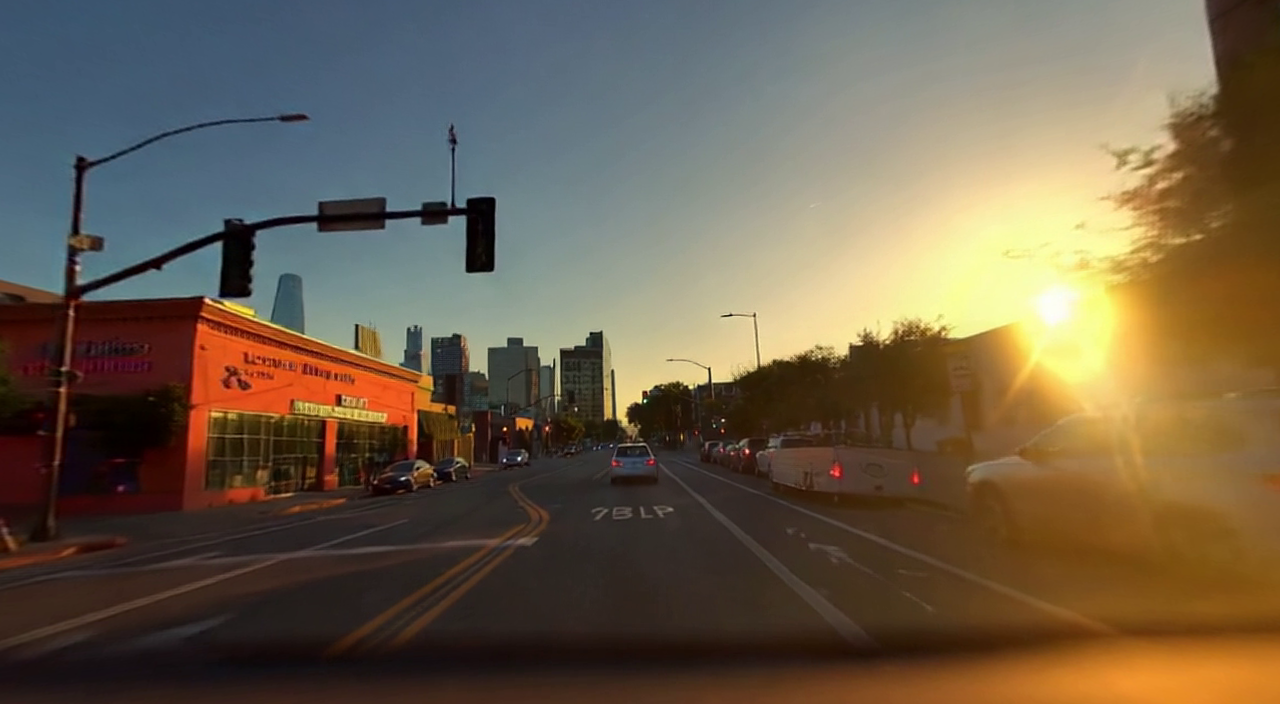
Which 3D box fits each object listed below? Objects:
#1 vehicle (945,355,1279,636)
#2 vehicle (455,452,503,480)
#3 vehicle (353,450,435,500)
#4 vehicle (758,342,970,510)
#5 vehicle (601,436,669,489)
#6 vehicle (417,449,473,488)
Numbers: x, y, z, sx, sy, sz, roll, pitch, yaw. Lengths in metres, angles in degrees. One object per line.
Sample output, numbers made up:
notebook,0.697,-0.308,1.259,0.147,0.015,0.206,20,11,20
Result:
vehicle,5.587,1.235,6.043,2.367,1.917,5.810,0,-8,-1
vehicle,-11.135,7.882,43.947,1.920,1.498,4.591,-5,-6,2
vehicle,-11.303,5.644,29.410,2.055,1.685,4.370,-6,-6,-1
vehicle,5.424,2.081,17.130,2.893,3.553,7.295,0,-8,-1
vehicle,-0.171,3.715,21.578,2.086,1.575,4.205,0,-8,0
vehicle,-11.420,6.813,37.348,1.872,1.731,4.656,-4,-6,-2
